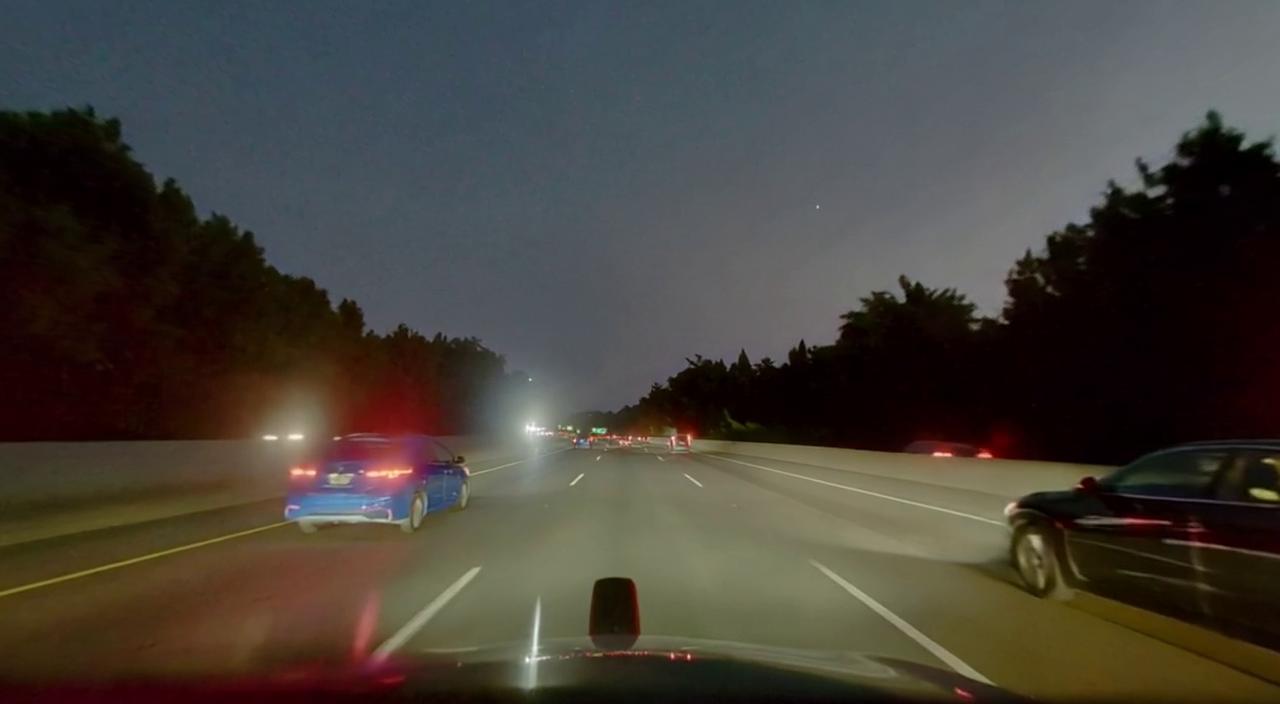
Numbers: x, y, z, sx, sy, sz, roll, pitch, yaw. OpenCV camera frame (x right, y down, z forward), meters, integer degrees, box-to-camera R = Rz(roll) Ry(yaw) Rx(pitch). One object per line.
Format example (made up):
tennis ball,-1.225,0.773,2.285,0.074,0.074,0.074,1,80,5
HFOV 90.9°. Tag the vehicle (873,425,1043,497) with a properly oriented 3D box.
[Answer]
vehicle,8.420,2.902,17.289,2.156,1.679,4.492,0,-8,-2

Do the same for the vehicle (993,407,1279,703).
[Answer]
vehicle,3.797,1.054,3.055,1.883,1.536,3.792,0,-8,-2

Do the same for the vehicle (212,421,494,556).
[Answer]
vehicle,-3.876,1.902,9.740,2.032,1.535,4.889,0,-8,0
